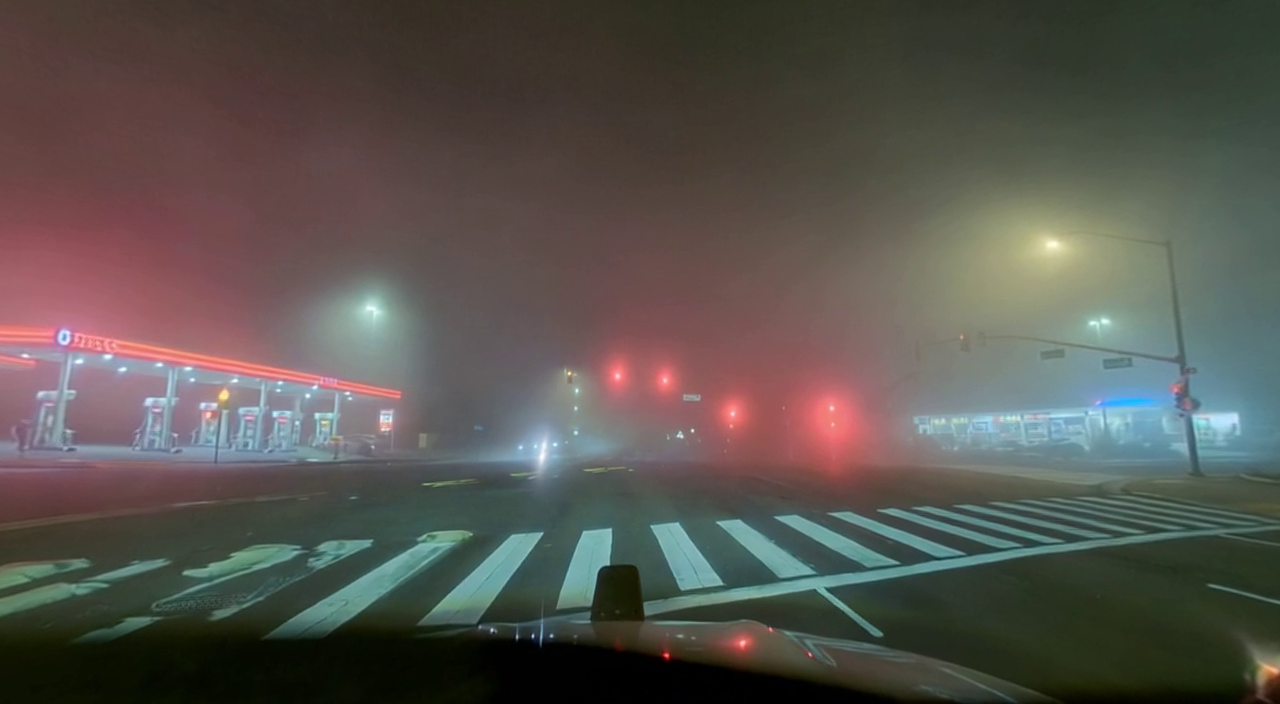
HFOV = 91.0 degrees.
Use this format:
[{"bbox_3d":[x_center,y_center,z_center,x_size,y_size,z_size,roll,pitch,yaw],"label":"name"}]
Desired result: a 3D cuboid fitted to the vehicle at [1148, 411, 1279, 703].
[{"bbox_3d":[3.316,0.680,0.547,2.023,1.437,4.477,0,-9,0],"label":"vehicle"}]
